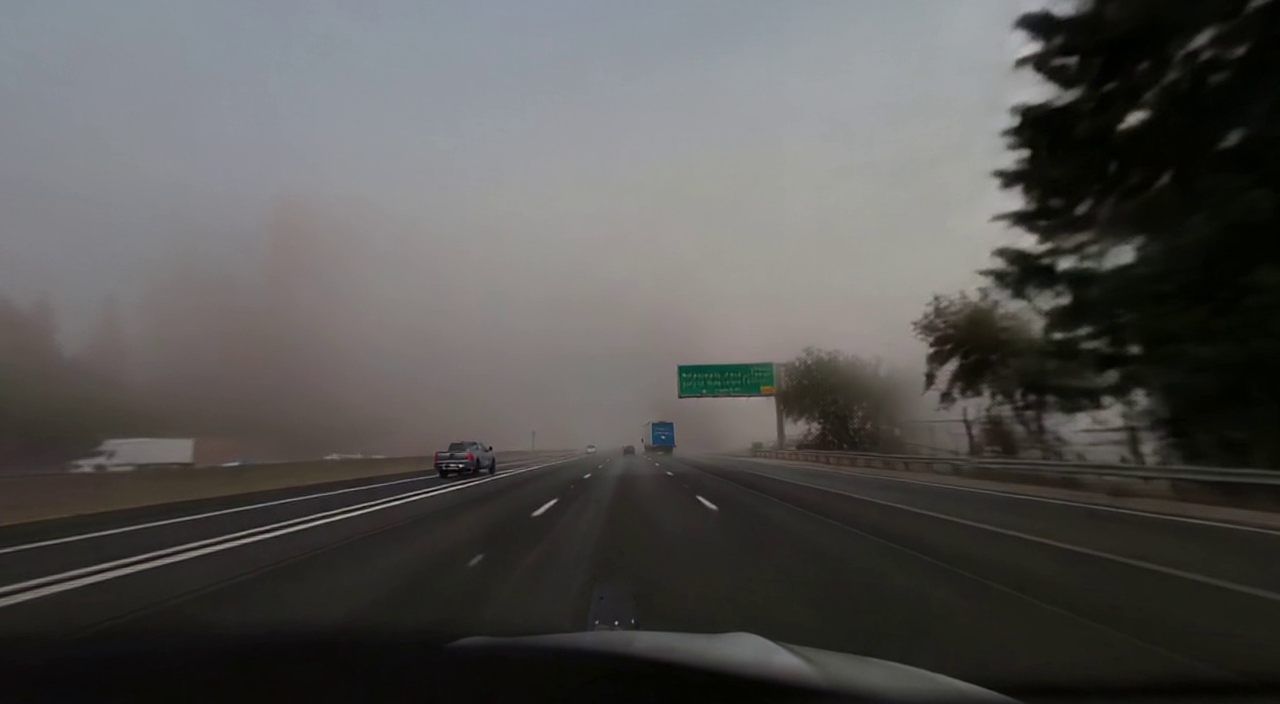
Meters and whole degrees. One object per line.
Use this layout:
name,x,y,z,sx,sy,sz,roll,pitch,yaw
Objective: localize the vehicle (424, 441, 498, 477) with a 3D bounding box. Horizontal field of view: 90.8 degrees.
vehicle,-7.901,4.758,28.346,2.033,1.494,4.508,0,-9,0
